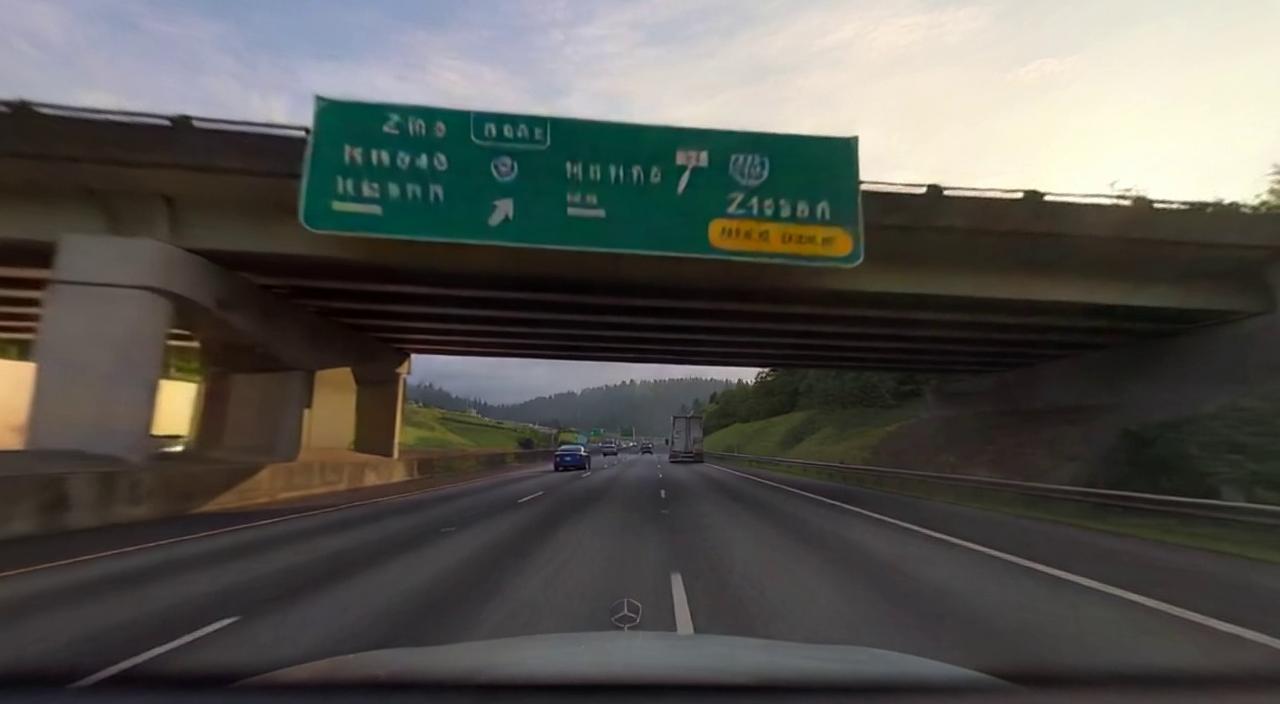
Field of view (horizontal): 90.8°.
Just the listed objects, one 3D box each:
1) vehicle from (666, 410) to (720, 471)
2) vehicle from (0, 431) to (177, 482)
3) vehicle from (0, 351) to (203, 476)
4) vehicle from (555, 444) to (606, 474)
[{"bbox_3d":[3.656,6.591,46.601,2.943,3.830,12.409,0,-9,0],"label":"vehicle"},{"bbox_3d":[-17.734,3.392,20.618,1.788,1.461,4.321,0,-9,2],"label":"vehicle"},{"bbox_3d":[-22.028,2.262,22.043,2.907,3.988,14.319,-1,-9,2],"label":"vehicle"},{"bbox_3d":[-3.074,5.636,33.471,2.038,1.489,4.603,-1,-9,3],"label":"vehicle"}]
